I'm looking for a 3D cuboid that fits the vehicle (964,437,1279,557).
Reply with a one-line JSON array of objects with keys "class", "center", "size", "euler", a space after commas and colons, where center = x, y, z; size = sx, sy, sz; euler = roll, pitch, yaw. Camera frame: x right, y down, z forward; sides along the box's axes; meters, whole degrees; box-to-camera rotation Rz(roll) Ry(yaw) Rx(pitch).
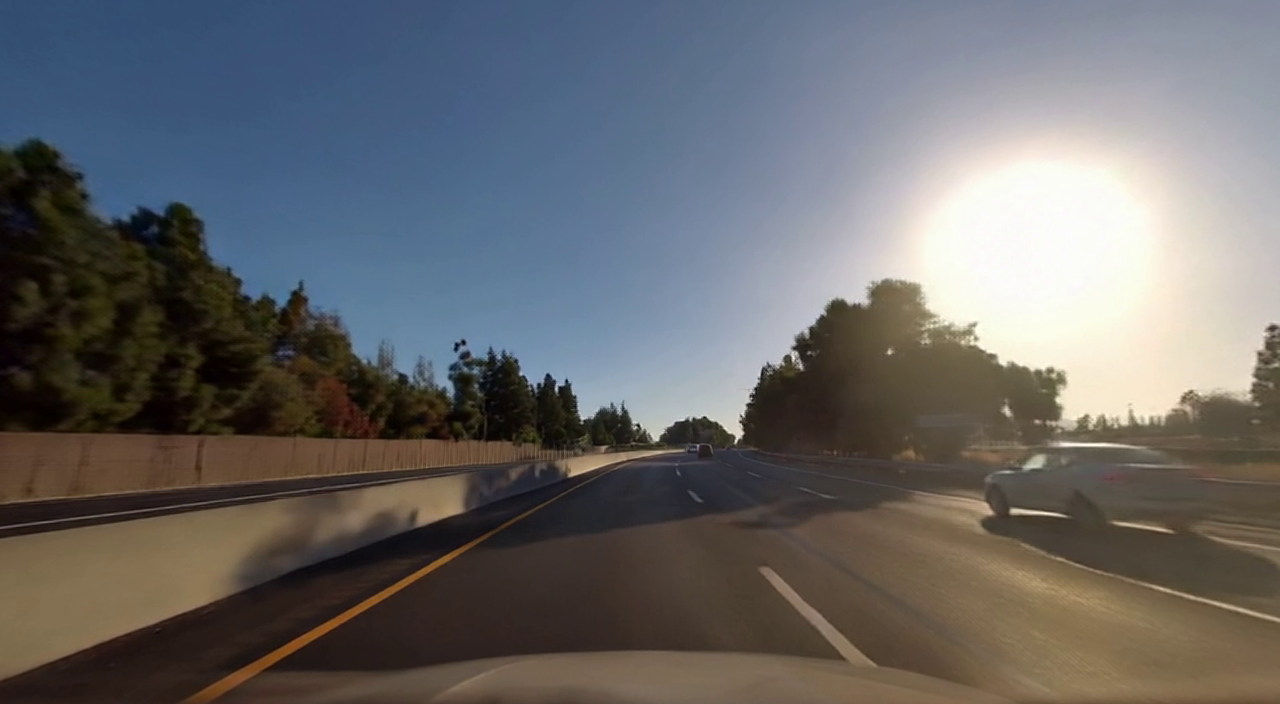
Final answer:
[{"class": "vehicle", "center": [7.549, 2.185, 10.299], "size": [1.983, 1.486, 4.545], "euler": [0, -9, -1]}]
